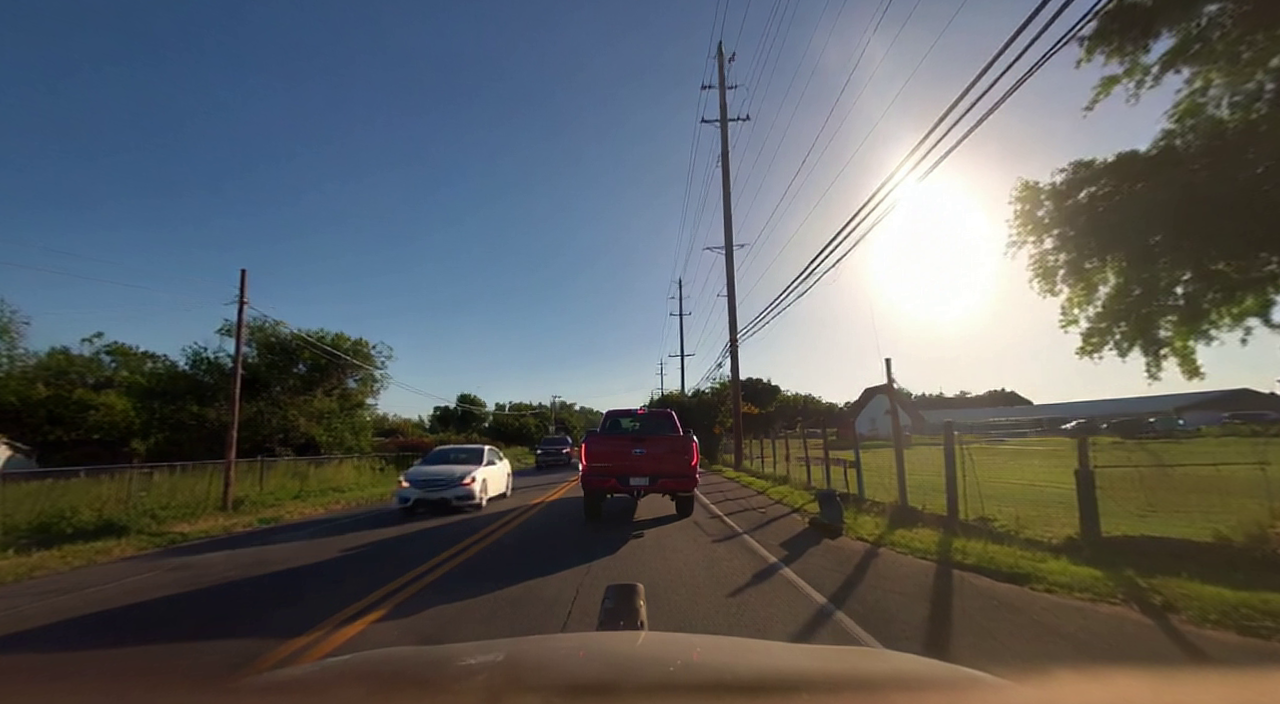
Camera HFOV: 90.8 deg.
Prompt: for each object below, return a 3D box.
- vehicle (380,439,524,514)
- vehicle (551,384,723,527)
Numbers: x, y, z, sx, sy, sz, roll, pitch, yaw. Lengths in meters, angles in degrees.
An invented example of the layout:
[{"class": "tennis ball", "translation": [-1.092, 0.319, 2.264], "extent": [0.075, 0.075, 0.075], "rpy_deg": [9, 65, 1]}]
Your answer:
[{"class": "vehicle", "translation": [-4.080, 2.766, 14.563], "extent": [1.974, 1.455, 4.289], "rpy_deg": [0, -8, 0]}, {"class": "vehicle", "translation": [-0.087, 2.062, 12.955], "extent": [2.693, 2.223, 5.885], "rpy_deg": [0, -8, -1]}]
